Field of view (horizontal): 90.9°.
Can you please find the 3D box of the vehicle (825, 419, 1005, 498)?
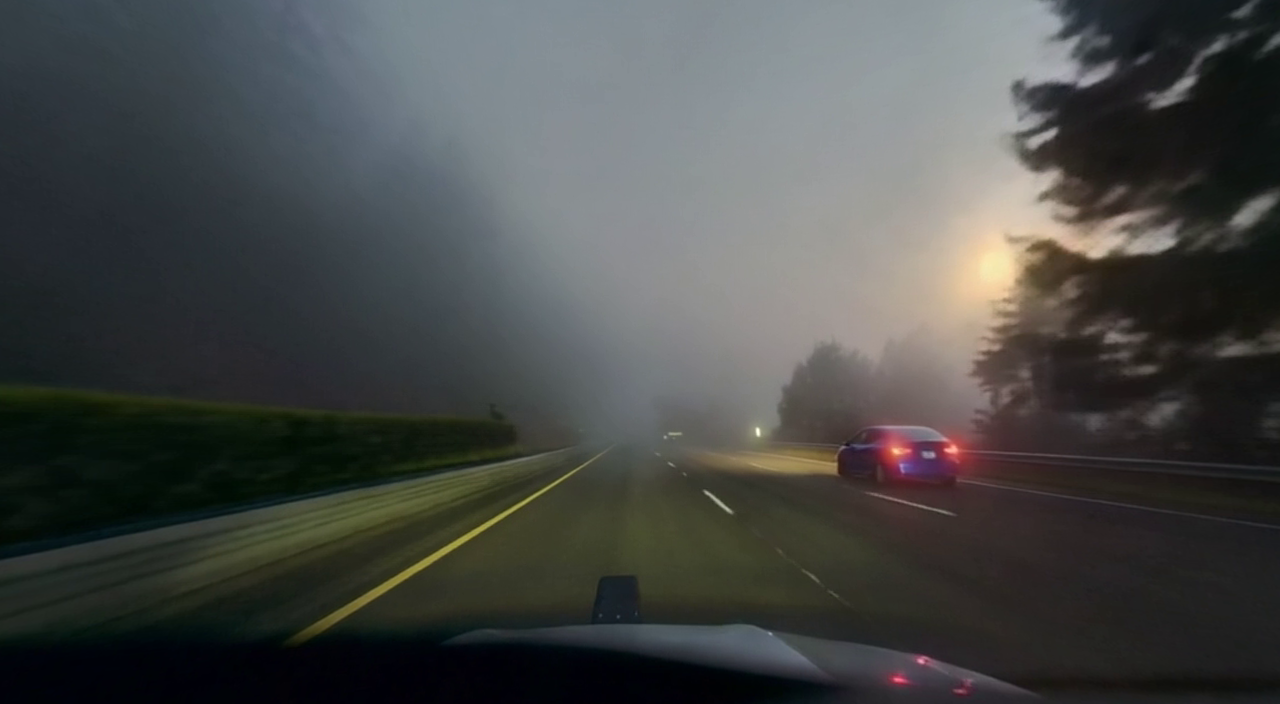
[{"bbox_3d":[6.769,2.667,16.282,2.273,1.698,4.863,0,-8,-3],"label":"vehicle"}]
